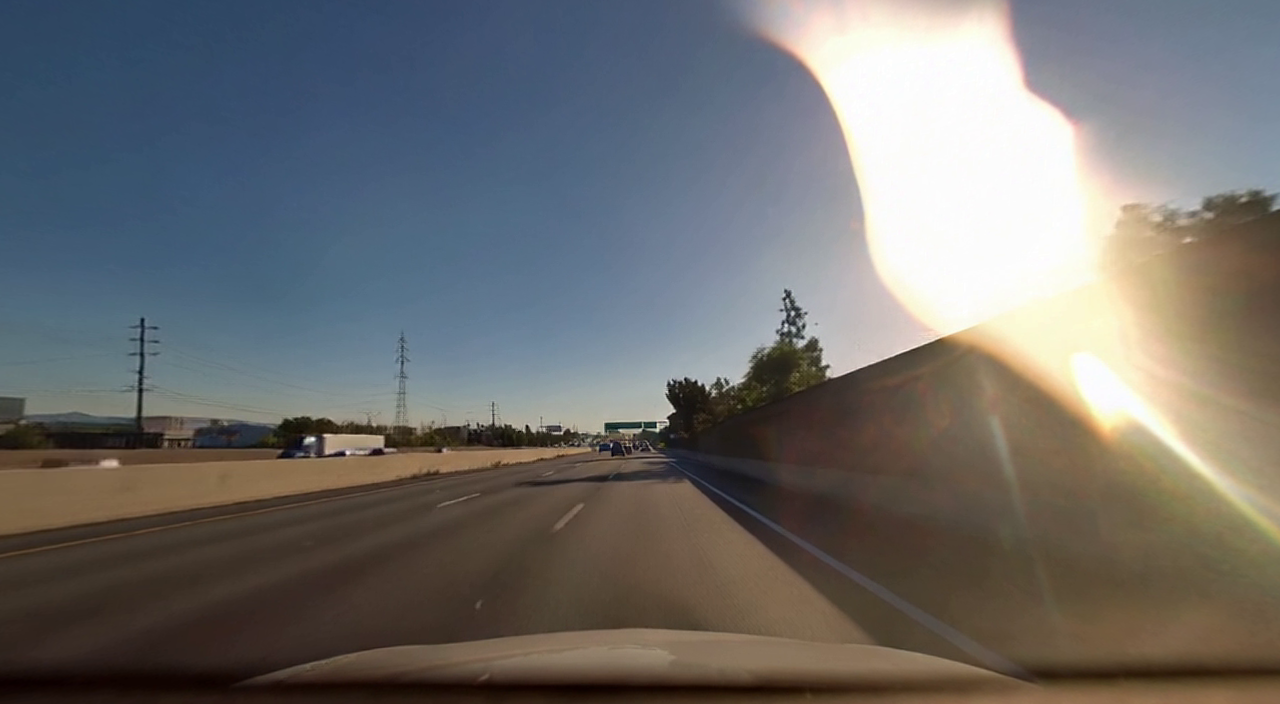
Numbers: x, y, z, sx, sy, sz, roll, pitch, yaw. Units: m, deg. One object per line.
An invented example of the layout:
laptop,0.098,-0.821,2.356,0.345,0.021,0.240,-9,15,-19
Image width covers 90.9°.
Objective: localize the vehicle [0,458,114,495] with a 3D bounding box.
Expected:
vehicle,-27.632,5.756,29.507,1.852,1.485,4.758,0,-8,1
